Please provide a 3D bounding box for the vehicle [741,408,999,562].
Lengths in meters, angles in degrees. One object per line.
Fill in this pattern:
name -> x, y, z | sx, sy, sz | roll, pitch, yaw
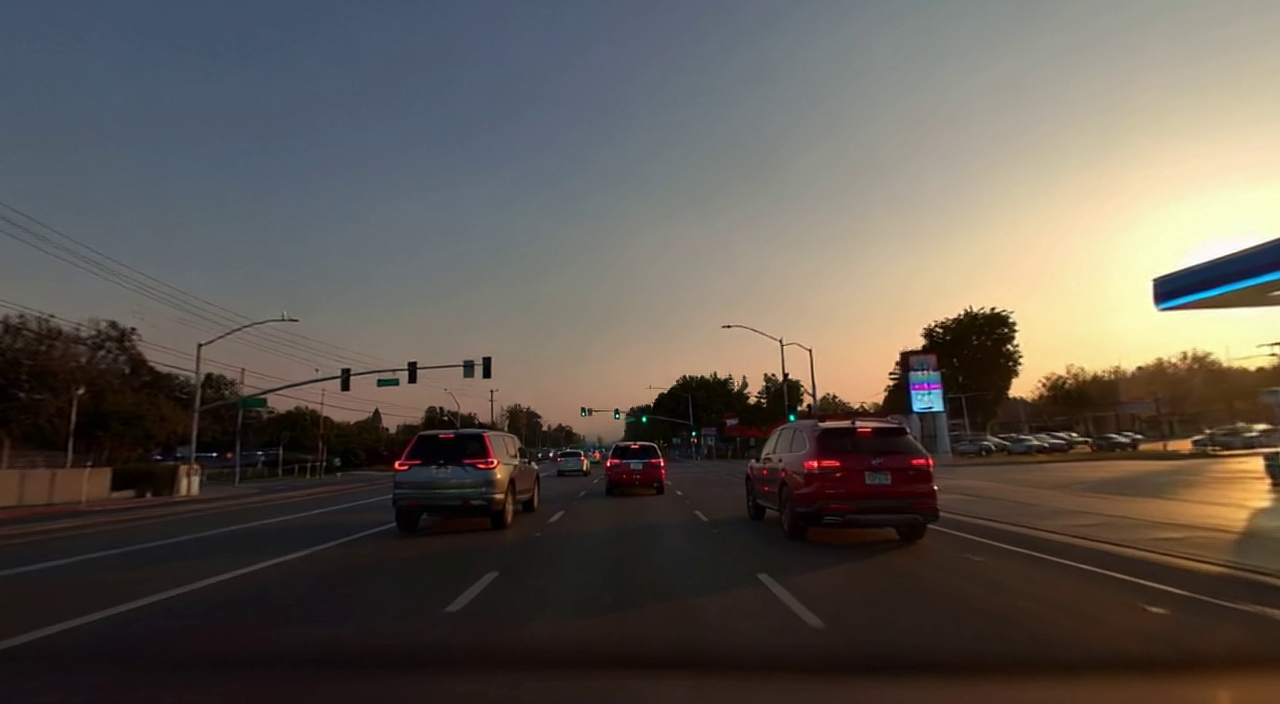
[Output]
vehicle -> 3.239, 2.016, 10.415 | 2.161, 1.868, 5.321 | 0, -8, -1

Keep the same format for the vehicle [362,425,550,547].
vehicle -> -2.951, 2.248, 11.259 | 2.019, 1.731, 4.299 | 0, -8, 1

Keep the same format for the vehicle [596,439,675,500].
vehicle -> -0.150, 3.534, 19.383 | 2.181, 1.650, 4.083 | 0, -8, -1

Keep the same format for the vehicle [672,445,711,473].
vehicle -> 3.366, 7.060, 41.920 | 2.122, 1.745, 4.337 | 0, -8, -1

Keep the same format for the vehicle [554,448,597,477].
vehicle -> -3.517, 6.087, 35.070 | 1.954, 1.497, 4.078 | 0, -8, 0
